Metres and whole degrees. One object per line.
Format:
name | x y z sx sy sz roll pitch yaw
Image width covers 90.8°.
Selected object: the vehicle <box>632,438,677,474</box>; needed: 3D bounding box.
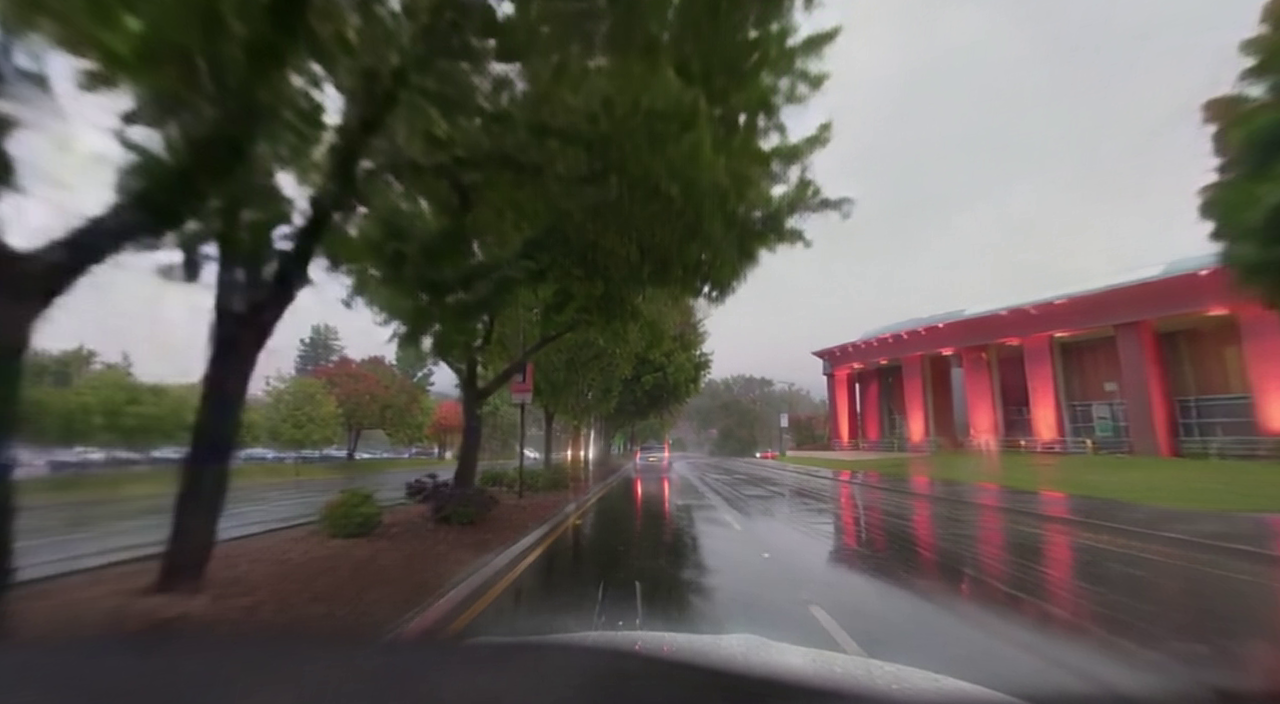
vehicle | 0.751 5.293 32.481 2.123 1.703 4.292 0 -8 1
